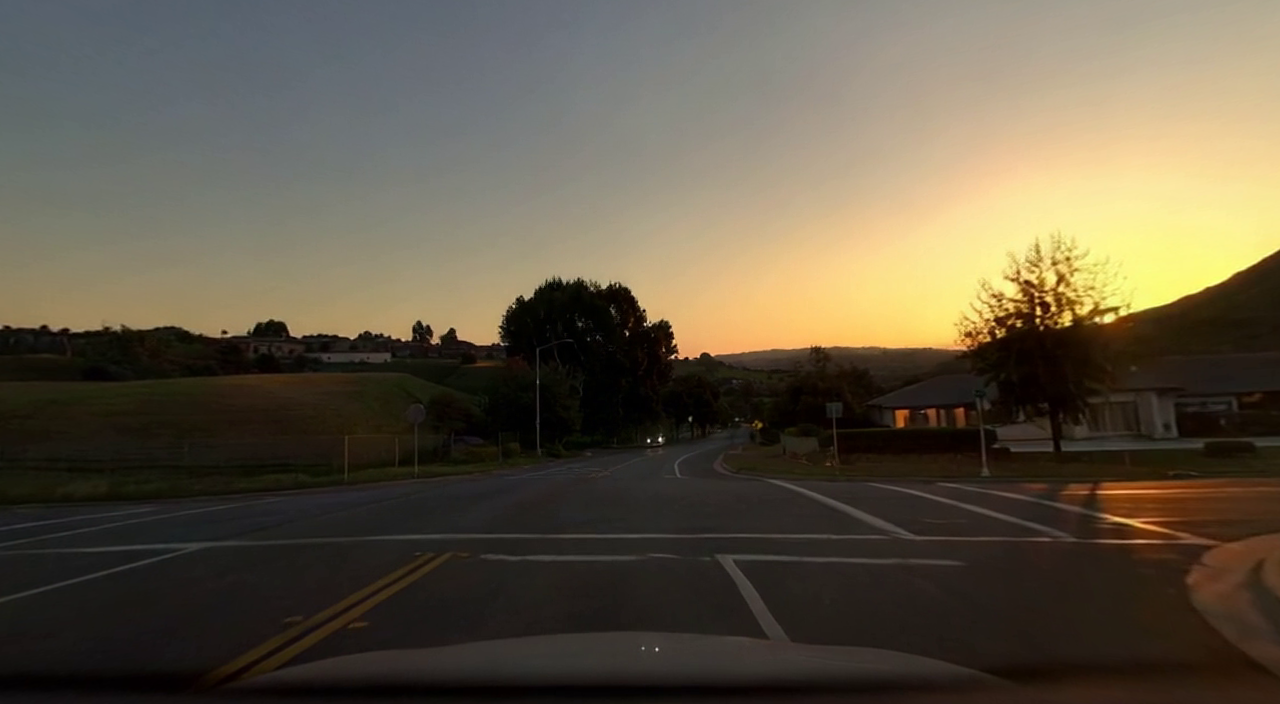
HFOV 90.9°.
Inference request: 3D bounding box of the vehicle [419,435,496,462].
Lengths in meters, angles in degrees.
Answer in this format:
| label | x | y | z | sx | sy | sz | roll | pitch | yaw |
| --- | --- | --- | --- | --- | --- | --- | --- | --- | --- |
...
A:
| label | x | y | z | sx | sy | sz | roll | pitch | yaw |
| --- | --- | --- | --- | --- | --- | --- | --- | --- | --- |
| vehicle | -12.637 | 6.727 | 43.792 | 4.702 | 1.761 | 1.978 | 0 | -8 | 3 |
